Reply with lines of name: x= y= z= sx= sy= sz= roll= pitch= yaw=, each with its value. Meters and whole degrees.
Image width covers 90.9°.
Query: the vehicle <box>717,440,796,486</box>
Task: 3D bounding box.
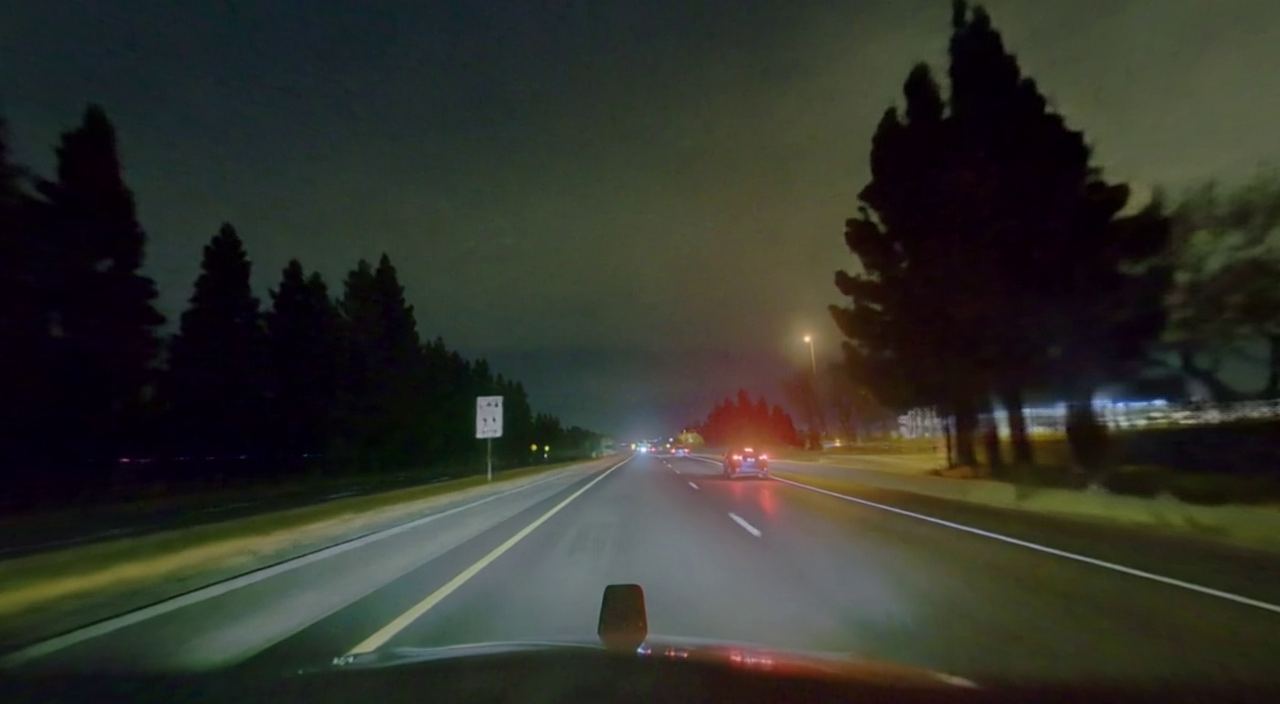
vehicle: x=4.198 y=4.086 z=23.538 sx=2.042 sy=1.518 sz=4.477 roll=0 pitch=-8 yaw=-1
